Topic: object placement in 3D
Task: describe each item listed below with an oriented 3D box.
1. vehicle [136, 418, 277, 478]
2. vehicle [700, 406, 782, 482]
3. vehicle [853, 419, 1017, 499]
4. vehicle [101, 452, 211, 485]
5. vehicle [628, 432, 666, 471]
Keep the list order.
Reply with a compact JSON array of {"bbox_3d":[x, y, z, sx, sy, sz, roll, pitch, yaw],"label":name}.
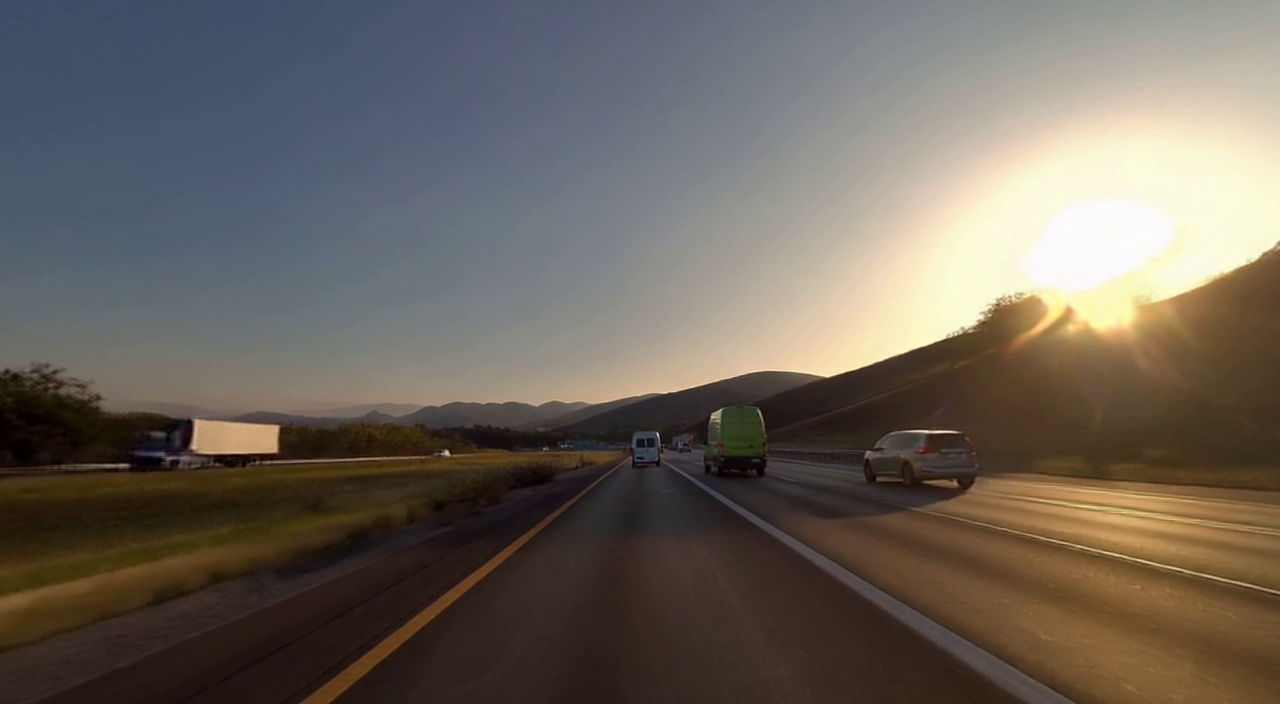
[{"bbox_3d":[-28.362,6.348,42.039,2.943,3.541,8.963,0,-8,0],"label":"vehicle"},{"bbox_3d":[3.867,3.721,25.484,2.302,2.670,6.176,0,-8,0],"label":"vehicle"},{"bbox_3d":[7.956,2.947,17.733,2.240,1.925,4.854,0,-8,0],"label":"vehicle"},{"bbox_3d":[-24.284,5.815,31.877,1.865,1.488,4.598,0,-8,0],"label":"vehicle"},{"bbox_3d":[0.412,5.918,37.685,2.131,2.122,4.473,0,-8,0],"label":"vehicle"}]
